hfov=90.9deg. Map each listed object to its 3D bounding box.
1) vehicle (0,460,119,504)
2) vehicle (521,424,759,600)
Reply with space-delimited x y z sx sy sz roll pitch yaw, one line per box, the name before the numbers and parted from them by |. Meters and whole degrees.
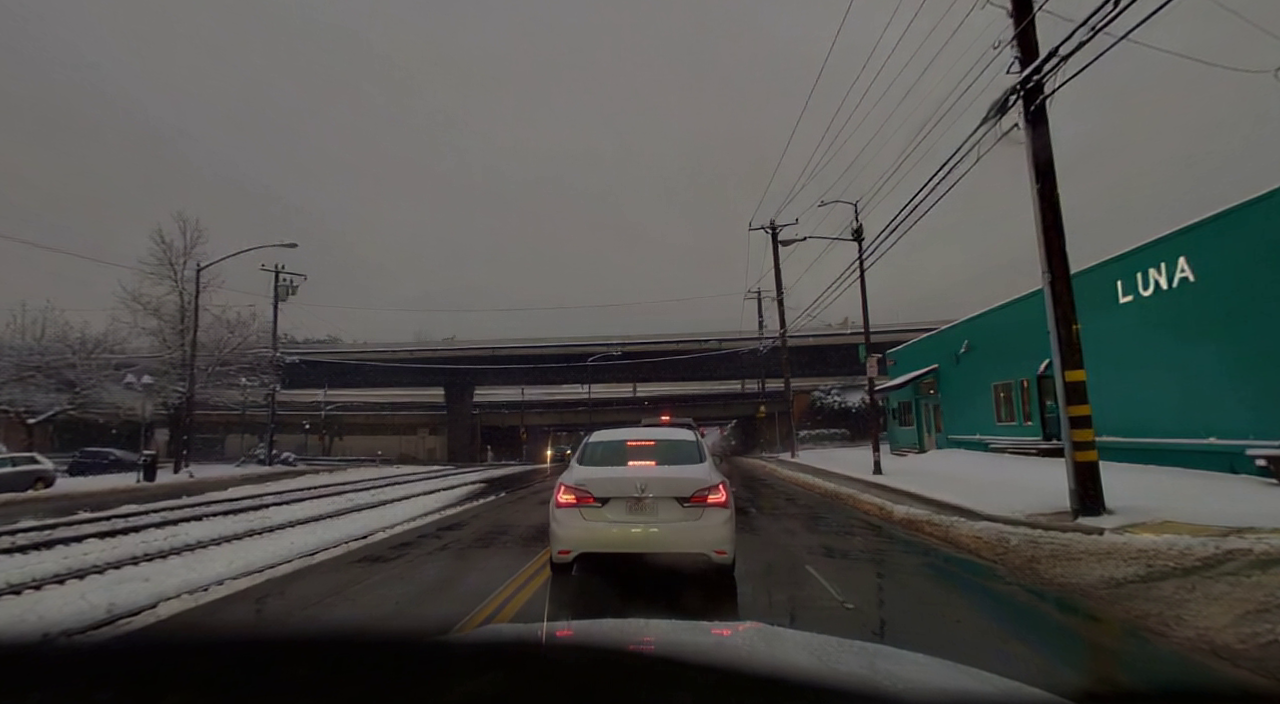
vehicle | -21.944 4.678 22.828 4.566 1.453 1.935 -1 -9 5
vehicle | 0.086 1.714 7.613 2.090 1.518 4.033 -1 -9 3
